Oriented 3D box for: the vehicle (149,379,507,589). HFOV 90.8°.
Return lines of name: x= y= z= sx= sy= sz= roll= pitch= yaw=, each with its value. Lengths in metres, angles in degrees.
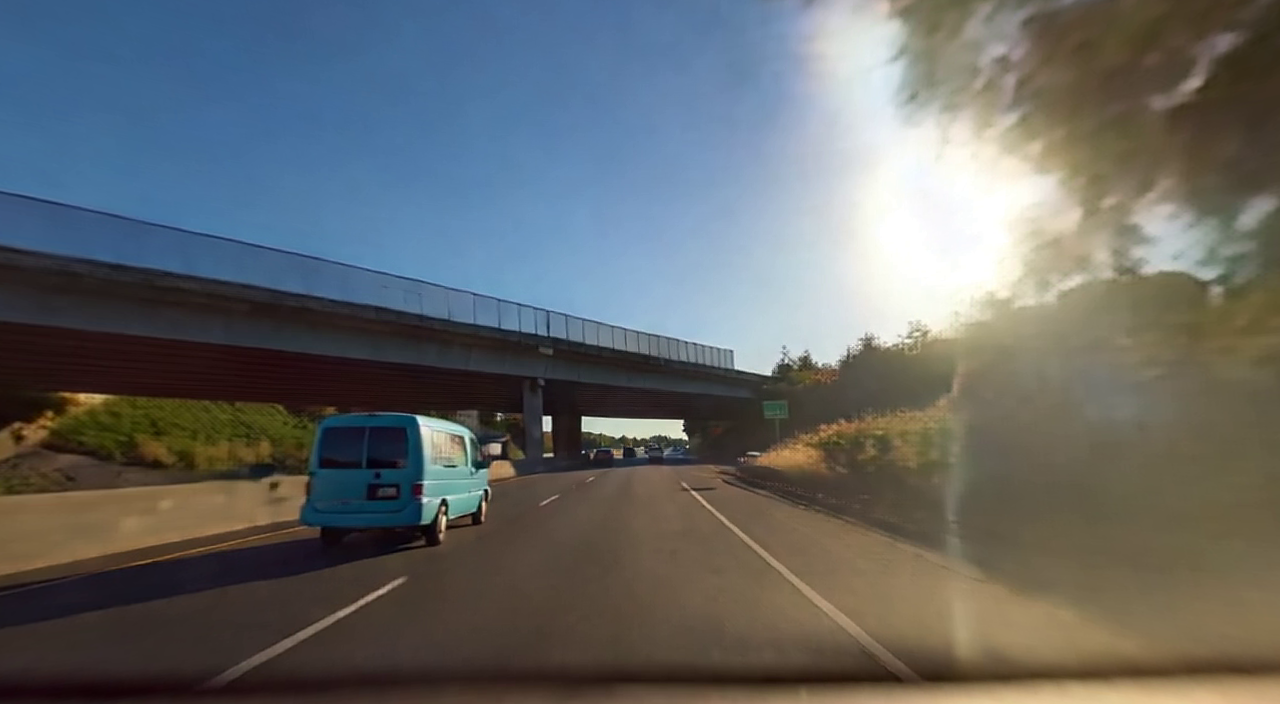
vehicle: x=-3.584 y=1.666 z=8.769 sx=2.310 sy=2.030 sz=5.094 roll=0 pitch=-9 yaw=0
